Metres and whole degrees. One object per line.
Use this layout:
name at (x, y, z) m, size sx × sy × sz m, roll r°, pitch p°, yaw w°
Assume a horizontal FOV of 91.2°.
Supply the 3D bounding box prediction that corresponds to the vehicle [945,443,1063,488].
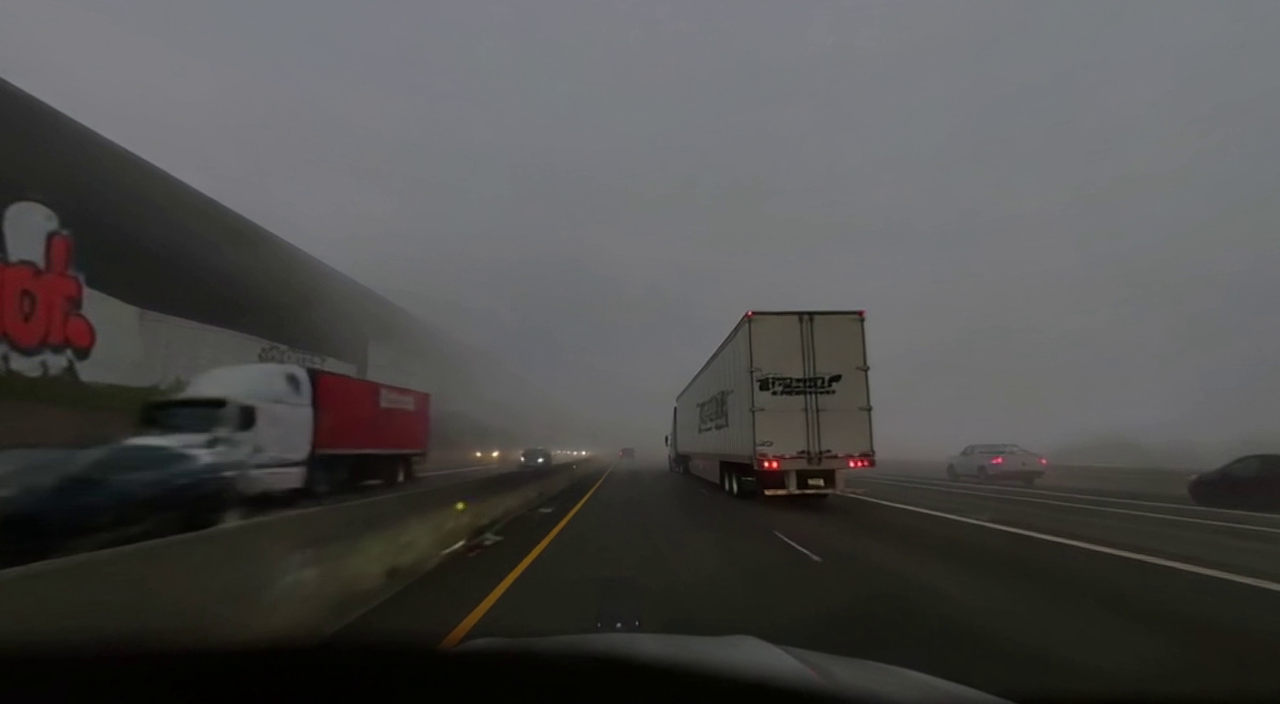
vehicle at (14.594, 4.551, 25.490) m, size 2.107 × 1.648 × 4.324 m, roll 0°, pitch -9°, yaw -1°

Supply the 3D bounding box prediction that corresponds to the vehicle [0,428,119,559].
vehicle at (-8.403, 1.569, 6.788) m, size 1.977 × 1.494 × 4.096 m, roll 0°, pitch -9°, yaw 0°

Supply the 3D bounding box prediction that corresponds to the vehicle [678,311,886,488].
vehicle at (3.938, 2.494, 24.067) m, size 3.317 × 4.314 × 17.803 m, roll 0°, pitch -9°, yaw -2°

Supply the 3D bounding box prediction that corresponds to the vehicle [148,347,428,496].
vehicle at (-11.895, 2.941, 24.044) m, size 2.873 × 4.040 × 14.050 m, roll 0°, pitch -9°, yaw -1°
